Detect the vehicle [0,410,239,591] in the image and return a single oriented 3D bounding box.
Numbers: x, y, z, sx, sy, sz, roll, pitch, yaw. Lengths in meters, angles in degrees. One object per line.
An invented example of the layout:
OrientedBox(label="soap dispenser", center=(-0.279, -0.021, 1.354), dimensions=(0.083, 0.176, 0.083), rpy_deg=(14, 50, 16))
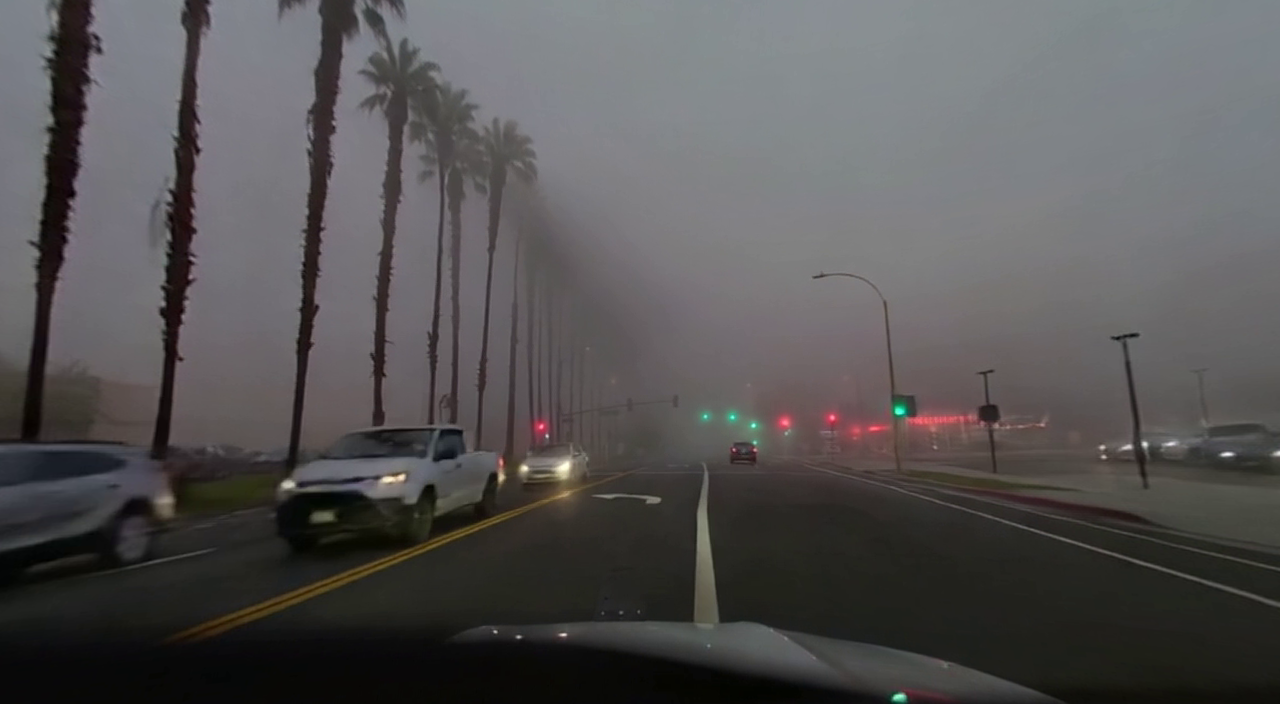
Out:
OrientedBox(label="vehicle", center=(-8.174, 1.727, 7.556), dimensions=(2.328, 1.976, 5.915), rpy_deg=(-1, -9, 7))

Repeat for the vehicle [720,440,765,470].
OrientedBox(label="vehicle", center=(5.438, 5.510, 33.851), dimensions=(2.065, 1.507, 4.225), rpy_deg=(-1, -9, 6))

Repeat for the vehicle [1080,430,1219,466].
OrientedBox(label="vehicle", center=(24.215, 4.574, 30.146), dimensions=(2.028, 1.556, 4.625), rpy_deg=(4, -9, -26))

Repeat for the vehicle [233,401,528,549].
OrientedBox(label="vehicle", center=(-4.103, 2.109, 11.518), dimensions=(2.551, 1.995, 5.615), rpy_deg=(-1, -9, 6))

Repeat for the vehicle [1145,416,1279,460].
OrientedBox(label="vehicle", center=(27.703, 4.129, 30.017), dimensions=(2.308, 1.868, 4.999), rpy_deg=(4, -9, -23))

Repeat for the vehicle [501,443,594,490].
OrientedBox(label="vehicle", center=(-3.133, 4.008, 22.498), dimensions=(2.090, 1.489, 4.909), rpy_deg=(-1, -9, 6))
